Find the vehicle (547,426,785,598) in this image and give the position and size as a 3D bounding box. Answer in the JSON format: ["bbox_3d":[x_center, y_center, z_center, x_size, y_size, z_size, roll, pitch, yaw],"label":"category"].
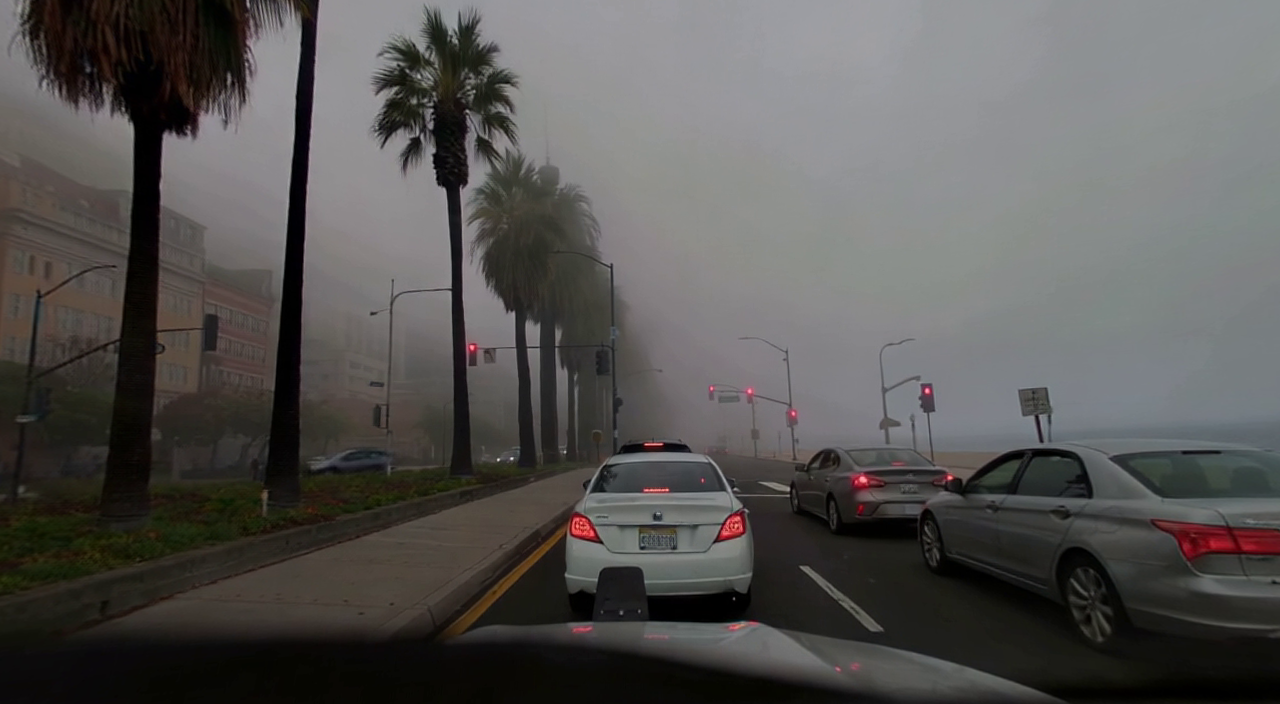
[{"bbox_3d":[0.255,1.703,7.497,2.093,1.503,3.681,0,-9,1],"label":"vehicle"}]

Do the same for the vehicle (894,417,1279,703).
[{"bbox_3d":[3.911,1.364,5.084,1.913,1.469,4.425,0,-9,0],"label":"vehicle"}]

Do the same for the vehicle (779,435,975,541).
[{"bbox_3d":[3.885,2.287,11.308,1.920,1.490,4.417,-1,-9,2],"label":"vehicle"}]

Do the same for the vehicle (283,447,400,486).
[{"bbox_3d":[-13.472,5.143,28.853,2.022,1.604,4.495,-4,-9,24],"label":"vehicle"}]
